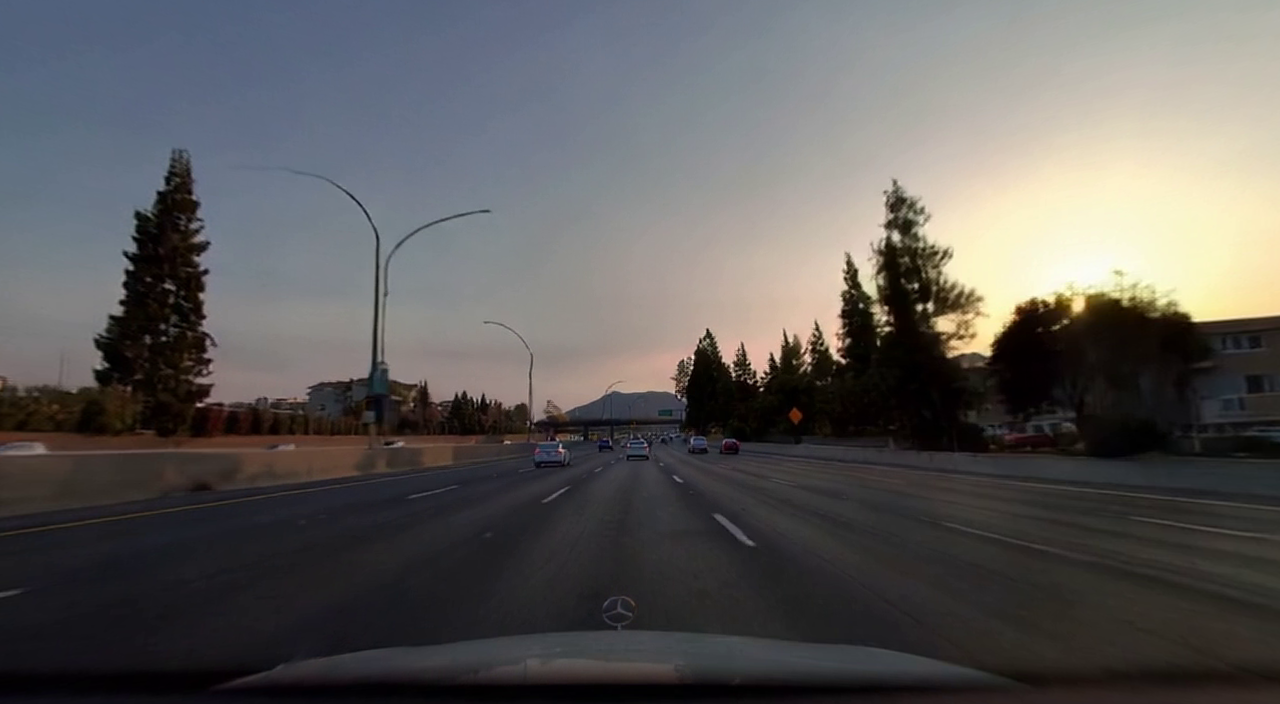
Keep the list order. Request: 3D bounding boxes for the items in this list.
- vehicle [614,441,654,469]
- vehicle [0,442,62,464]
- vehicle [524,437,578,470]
[{"bbox_3d":[-0.342,5.827,36.111,2.146,1.485,4.332,0,-8,0],"label":"vehicle"},{"bbox_3d":[-44.940,7.305,45.947,1.943,1.478,4.193,0,-8,-2],"label":"vehicle"},{"bbox_3d":[-4.818,5.562,34.774,2.260,1.706,4.177,0,-8,1],"label":"vehicle"}]
